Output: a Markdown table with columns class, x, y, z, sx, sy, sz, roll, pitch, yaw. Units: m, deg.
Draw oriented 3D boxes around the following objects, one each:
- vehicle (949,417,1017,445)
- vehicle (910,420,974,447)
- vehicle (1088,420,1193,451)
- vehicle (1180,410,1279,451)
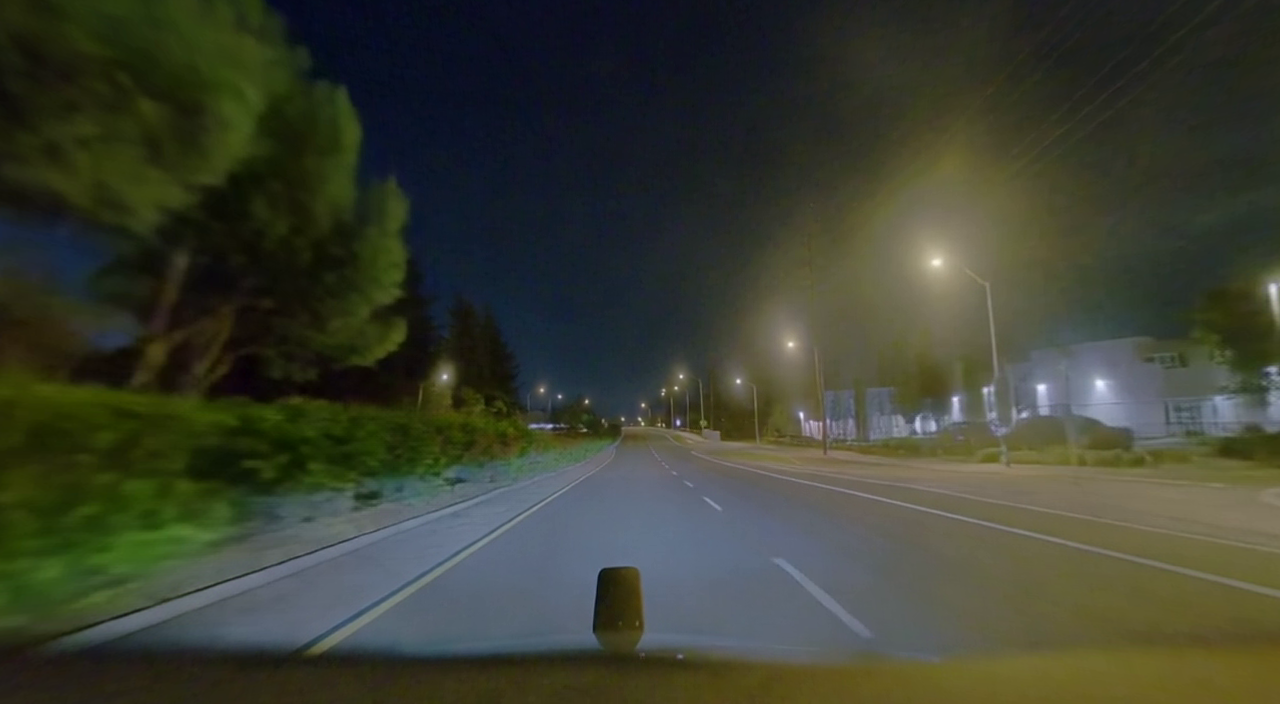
| class | x | y | z | sx | sy | sz | roll | pitch | yaw |
| --- | --- | --- | --- | --- | --- | --- | --- | --- | --- |
| vehicle | 26.299 | 6.147 | 48.749 | 2.212 | 2.073 | 5.220 | 0 | -8 | -1 |
| vehicle | 23.186 | 6.363 | 48.763 | 2.206 | 1.947 | 5.463 | 0 | -8 | 0 |
| vehicle | 28.369 | 4.796 | 36.047 | 1.868 | 1.599 | 4.741 | 0 | -8 | -4 |
| vehicle | 33.180 | 4.342 | 34.473 | 2.264 | 2.032 | 5.539 | 0 | -8 | -2 |
